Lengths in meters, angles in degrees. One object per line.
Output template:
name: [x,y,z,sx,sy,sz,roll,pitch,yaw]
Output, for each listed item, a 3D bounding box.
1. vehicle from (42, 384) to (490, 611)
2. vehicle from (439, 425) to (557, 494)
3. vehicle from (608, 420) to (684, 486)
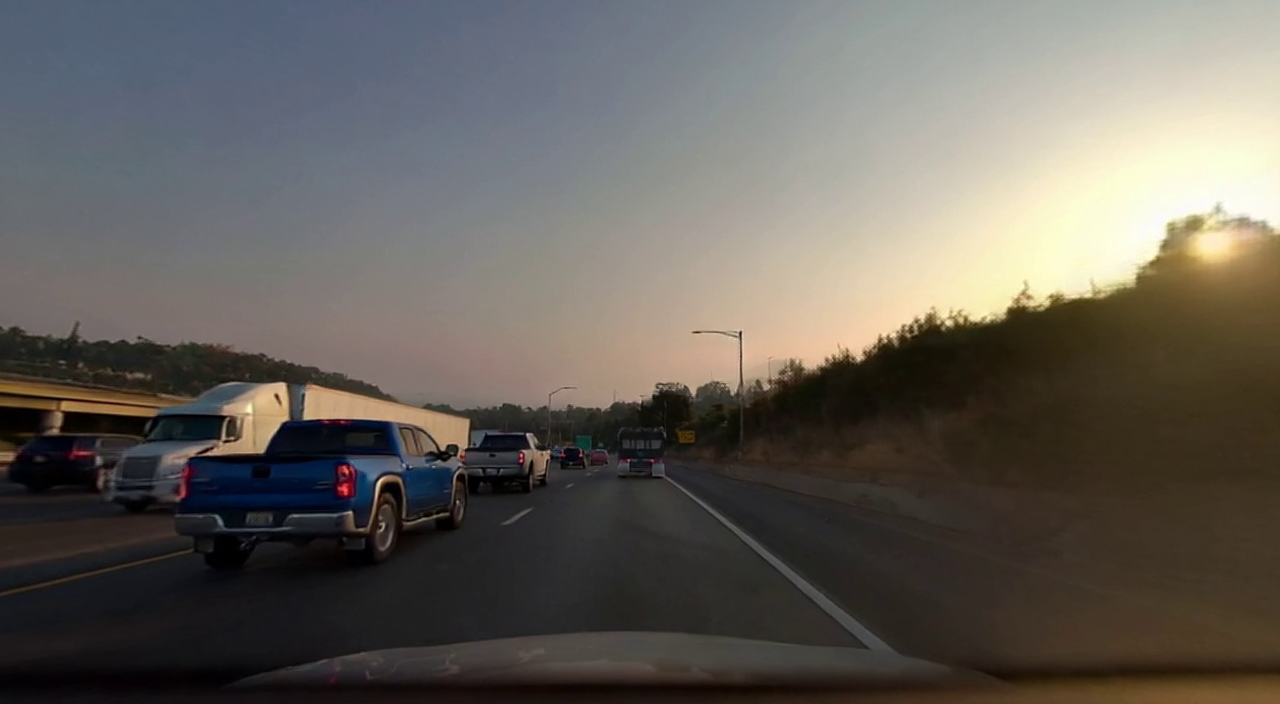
vehicle: [-3.661,1.565,7.739,2.303,1.835,5.044,-1,-9,1]
vehicle: [-4.467,3.519,21.047,2.575,1.958,5.730,0,-9,0]
vehicle: [0.085,4.438,28.028,2.886,2.471,7.692,0,-9,-2]
